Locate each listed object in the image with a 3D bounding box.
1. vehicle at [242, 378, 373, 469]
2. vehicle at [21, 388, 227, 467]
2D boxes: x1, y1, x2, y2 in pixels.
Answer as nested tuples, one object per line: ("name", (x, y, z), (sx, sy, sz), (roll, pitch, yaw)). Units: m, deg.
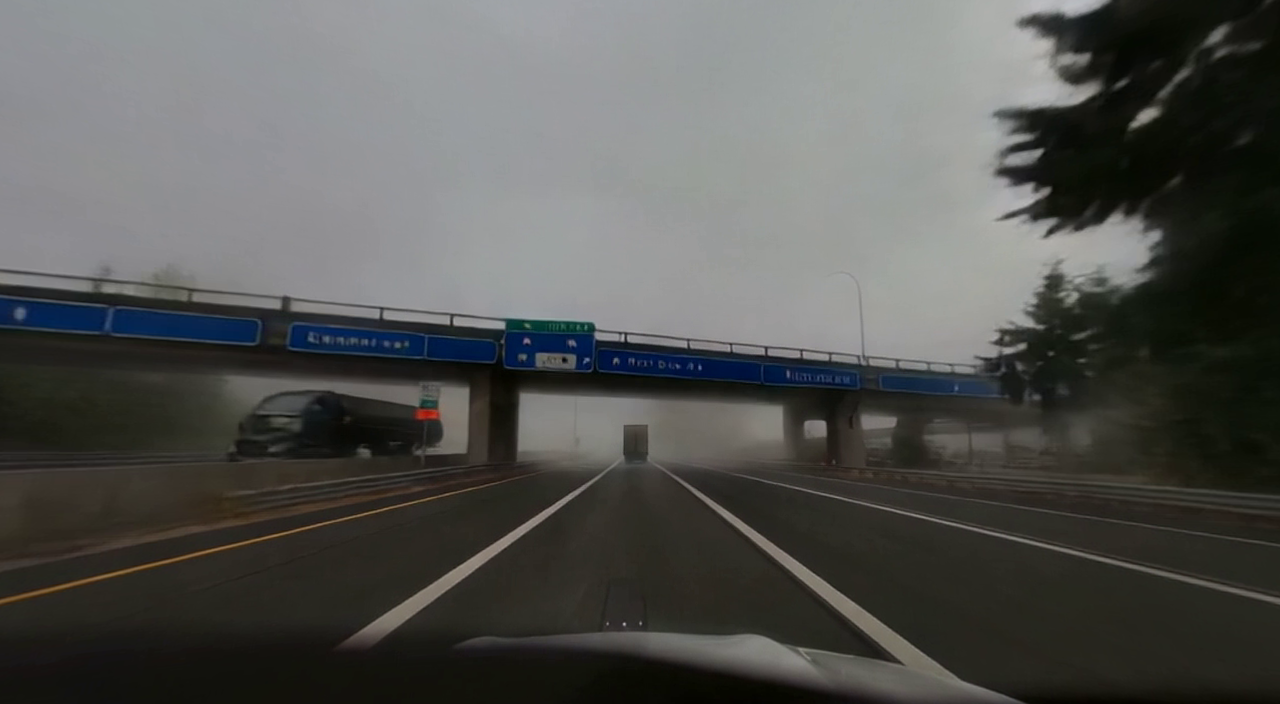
("vehicle", (-15.797, 3.579, 30.528), (2.938, 3.932, 5.905), (0, -9, 0))
("vehicle", (-23.633, 3.675, 29.682), (2.756, 3.192, 8.021), (0, -9, 0))
